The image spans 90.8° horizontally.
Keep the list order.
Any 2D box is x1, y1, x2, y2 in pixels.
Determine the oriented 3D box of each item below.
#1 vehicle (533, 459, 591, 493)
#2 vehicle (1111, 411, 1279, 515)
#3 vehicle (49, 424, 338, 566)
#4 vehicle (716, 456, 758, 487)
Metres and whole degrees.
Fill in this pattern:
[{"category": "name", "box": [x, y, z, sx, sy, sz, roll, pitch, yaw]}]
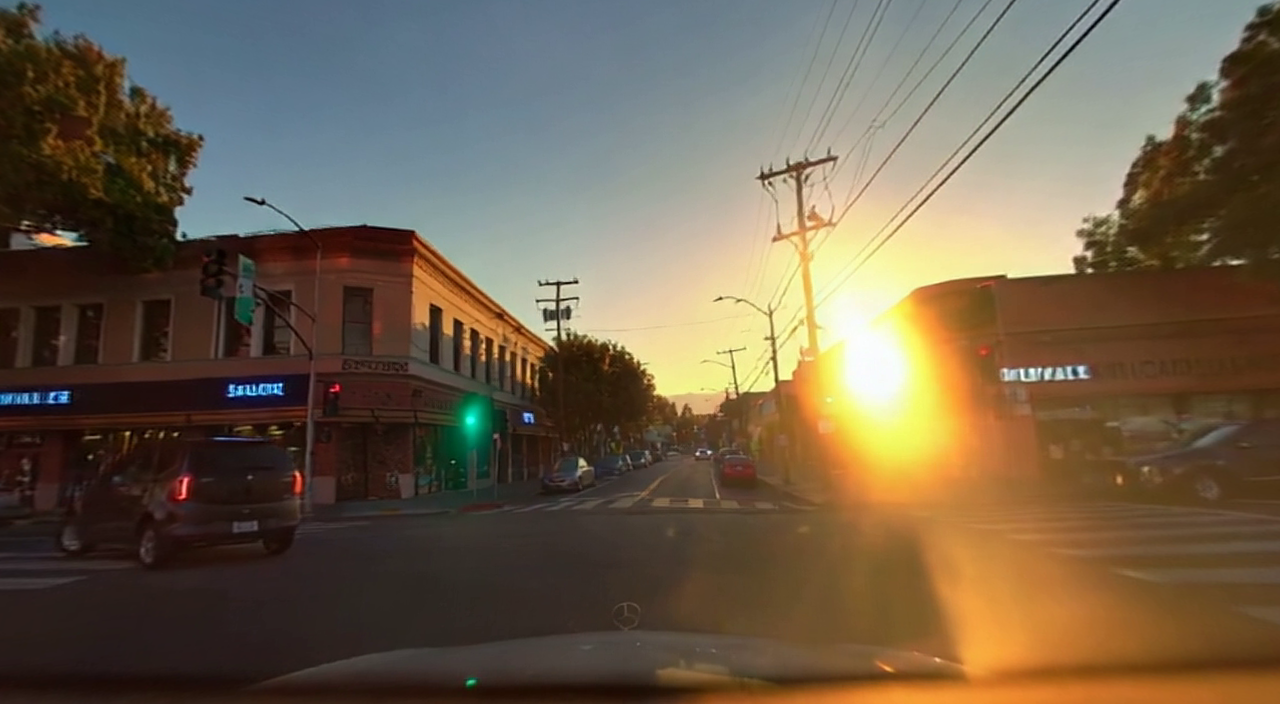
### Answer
[{"category": "vehicle", "box": [-4.142, 6.665, 34.322, 2.179, 1.596, 4.286, -1, -9, 7]}, {"category": "vehicle", "box": [13.512, 2.198, 12.825, 5.716, 1.894, 2.433, -2, -9, 5]}, {"category": "vehicle", "box": [-7.723, 2.308, 10.883, 4.611, 1.882, 2.440, -7, -11, 34]}, {"category": "vehicle", "box": [5.369, 6.645, 35.393, 2.062, 1.526, 3.989, -1, -9, 5]}]
